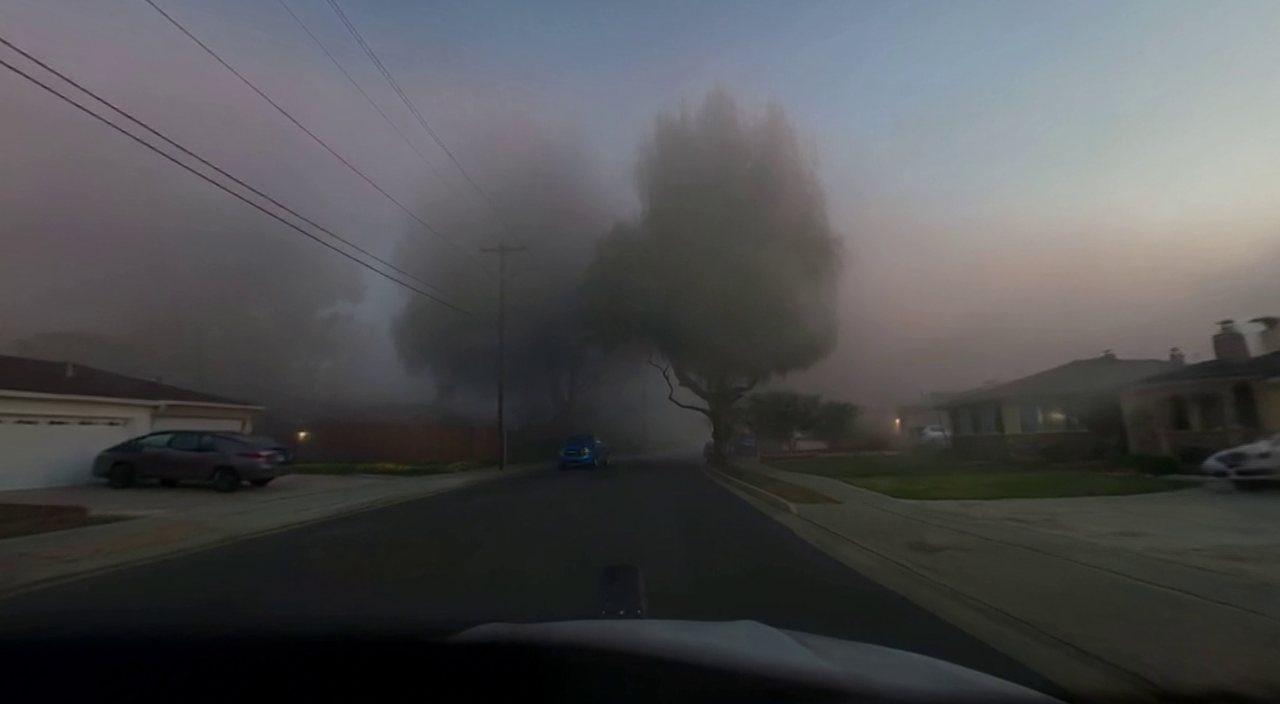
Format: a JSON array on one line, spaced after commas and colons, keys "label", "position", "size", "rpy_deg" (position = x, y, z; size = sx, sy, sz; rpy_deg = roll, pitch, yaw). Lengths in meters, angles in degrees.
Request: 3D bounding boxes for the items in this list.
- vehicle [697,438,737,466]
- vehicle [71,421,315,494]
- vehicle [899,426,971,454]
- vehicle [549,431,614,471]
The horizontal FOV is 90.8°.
[{"label": "vehicle", "position": [5.001, 6.549, 41.544], "size": [2.051, 1.676, 4.497], "rpy_deg": [0, -8, 0]}, {"label": "vehicle", "position": [-13.049, 3.096, 18.758], "size": [5.497, 1.983, 2.191], "rpy_deg": [0, -8, 0]}, {"label": "vehicle", "position": [18.650, 5.549, 40.092], "size": [3.903, 1.592, 1.921], "rpy_deg": [-2, -6, 18]}, {"label": "vehicle", "position": [-3.120, 5.588, 35.727], "size": [2.274, 2.008, 6.986], "rpy_deg": [-1, -8, 6]}]
